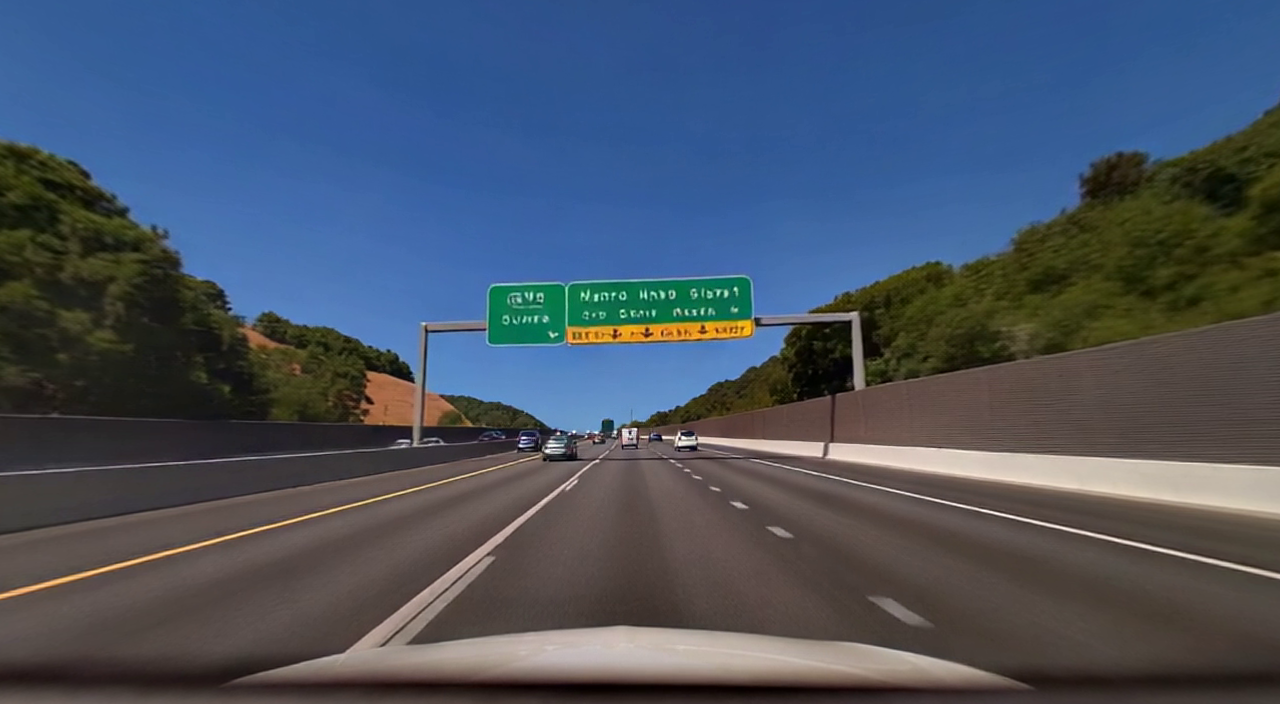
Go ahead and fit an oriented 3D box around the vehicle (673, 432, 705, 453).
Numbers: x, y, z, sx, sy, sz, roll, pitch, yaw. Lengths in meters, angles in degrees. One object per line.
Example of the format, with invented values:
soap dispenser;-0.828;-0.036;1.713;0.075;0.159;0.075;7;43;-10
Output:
vehicle;3.486;6.480;45.240;1.806;1.469;3.681;0;-8;-2

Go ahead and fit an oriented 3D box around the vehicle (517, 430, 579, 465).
vehicle;-4.122;4.353;28.924;2.204;1.486;4.121;0;-8;0
